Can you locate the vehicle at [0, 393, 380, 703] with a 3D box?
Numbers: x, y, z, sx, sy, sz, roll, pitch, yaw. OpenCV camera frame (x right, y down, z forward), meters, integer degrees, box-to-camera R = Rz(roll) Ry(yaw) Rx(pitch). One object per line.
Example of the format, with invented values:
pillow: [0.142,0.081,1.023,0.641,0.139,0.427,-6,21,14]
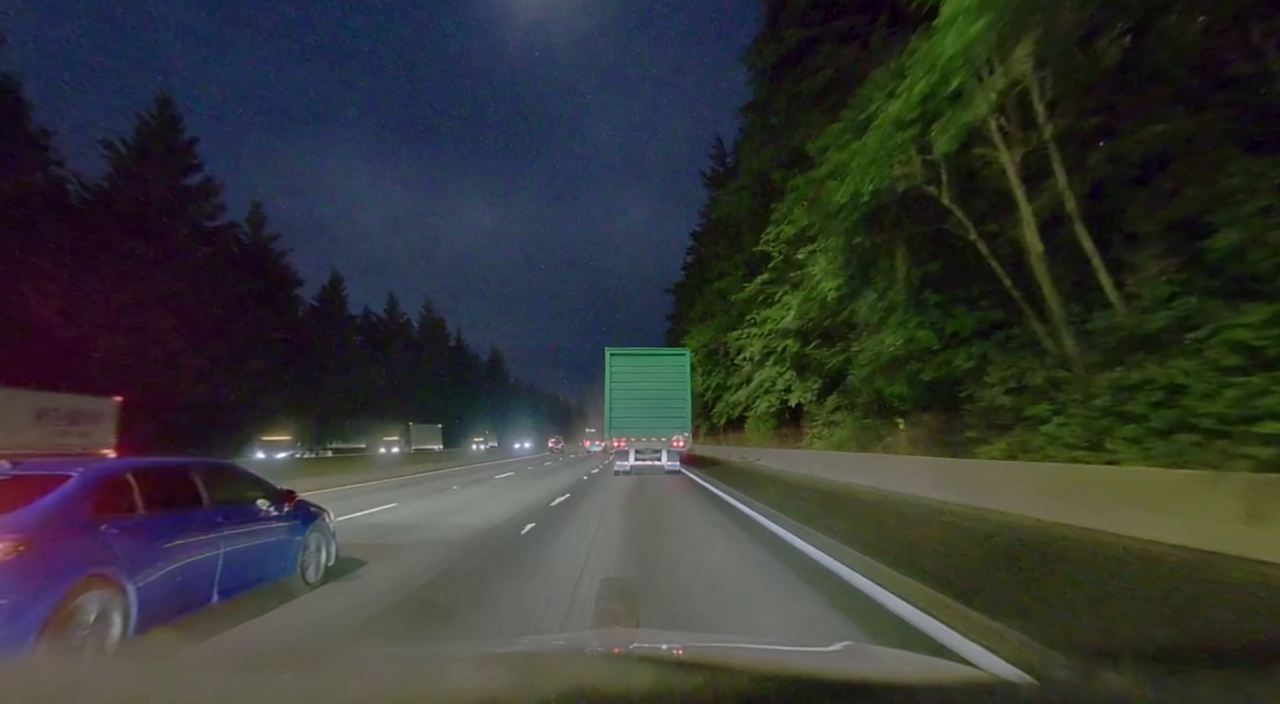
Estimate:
vehicle: [-3.539,1.170,4.117,1.854,1.530,4.268,0,-8,0]

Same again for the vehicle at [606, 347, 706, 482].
vehicle: [0.472,2.675,24.949,3.073,4.196,10.546,0,-8,0]
